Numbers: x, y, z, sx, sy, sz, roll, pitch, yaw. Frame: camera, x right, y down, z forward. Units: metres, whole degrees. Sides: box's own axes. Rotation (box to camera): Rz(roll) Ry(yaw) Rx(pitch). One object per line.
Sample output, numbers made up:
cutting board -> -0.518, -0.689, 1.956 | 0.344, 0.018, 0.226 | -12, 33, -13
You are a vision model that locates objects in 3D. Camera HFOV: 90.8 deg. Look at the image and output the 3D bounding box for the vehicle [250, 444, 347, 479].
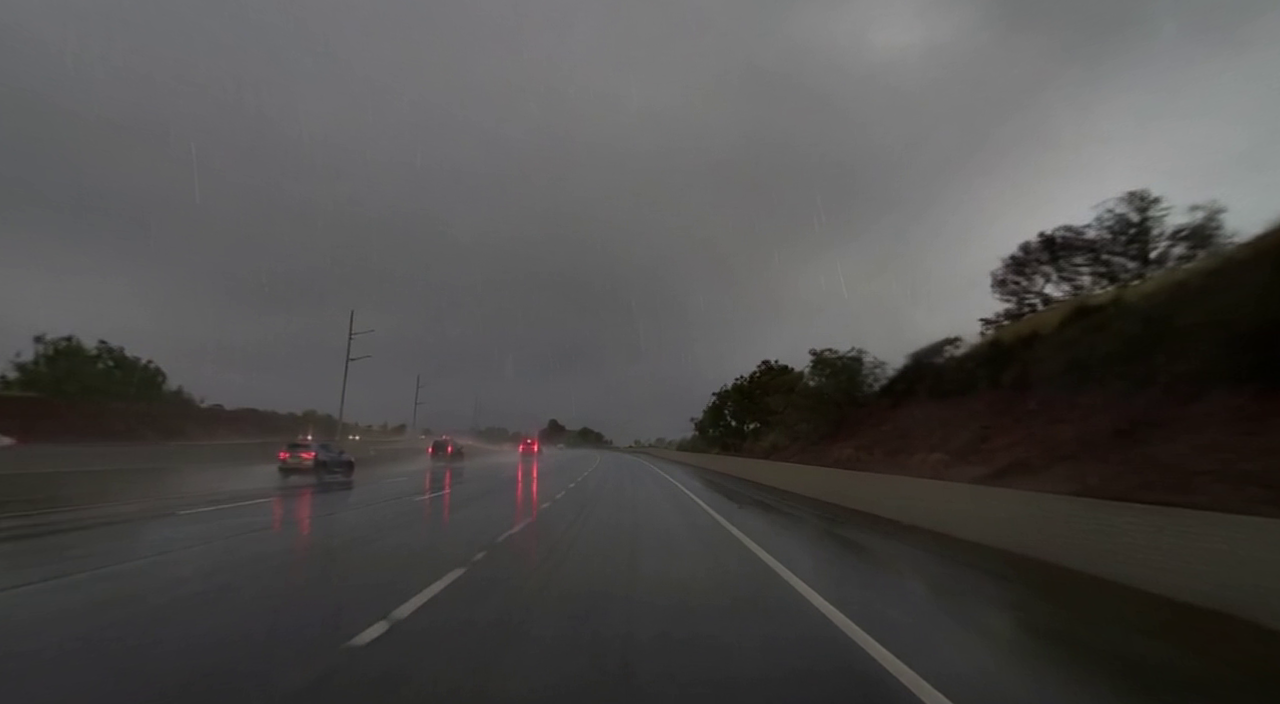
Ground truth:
vehicle -> -15.523, 4.980, 29.038 | 1.955, 1.429, 4.575 | 0, -8, -1
